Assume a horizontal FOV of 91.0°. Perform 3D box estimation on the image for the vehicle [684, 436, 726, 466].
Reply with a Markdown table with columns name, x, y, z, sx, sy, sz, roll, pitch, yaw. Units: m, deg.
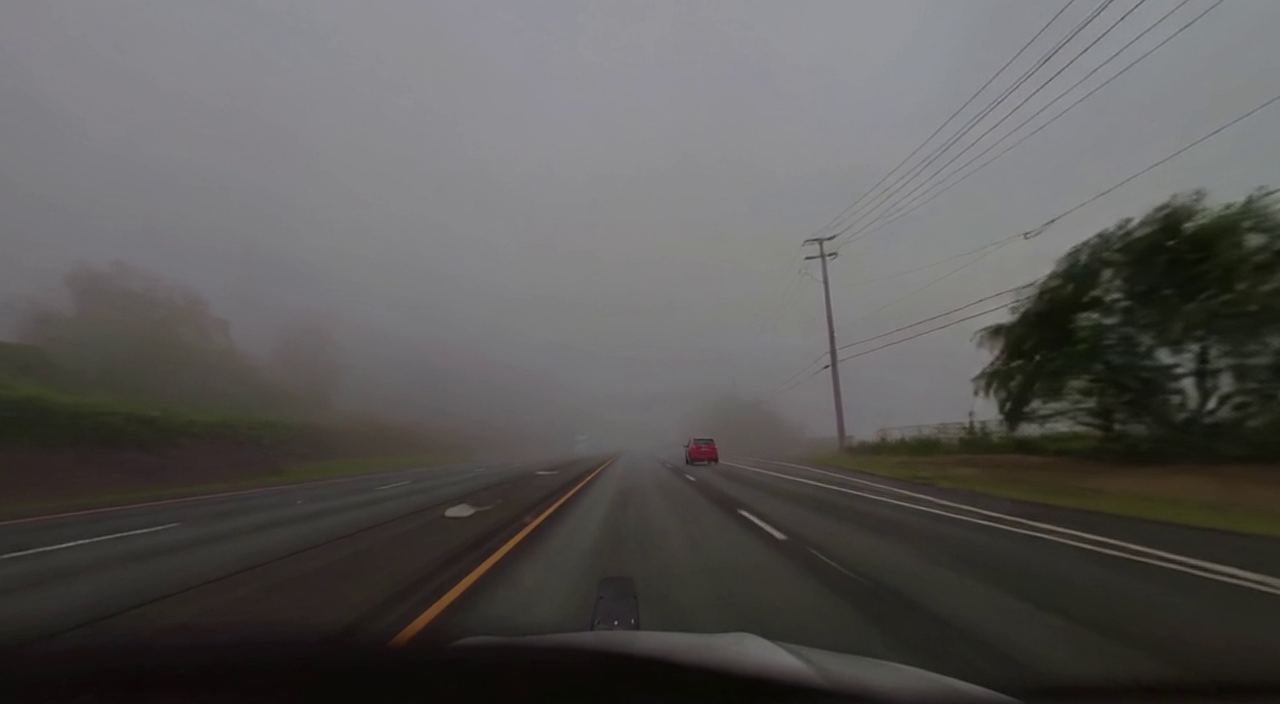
| name | x | y | z | sx | sy | sz | roll | pitch | yaw |
| --- | --- | --- | --- | --- | --- | --- | --- | --- | --- |
| vehicle | 3.653 | 5.649 | 36.159 | 1.977 | 1.581 | 4.428 | -1 | -8 | 0 |
